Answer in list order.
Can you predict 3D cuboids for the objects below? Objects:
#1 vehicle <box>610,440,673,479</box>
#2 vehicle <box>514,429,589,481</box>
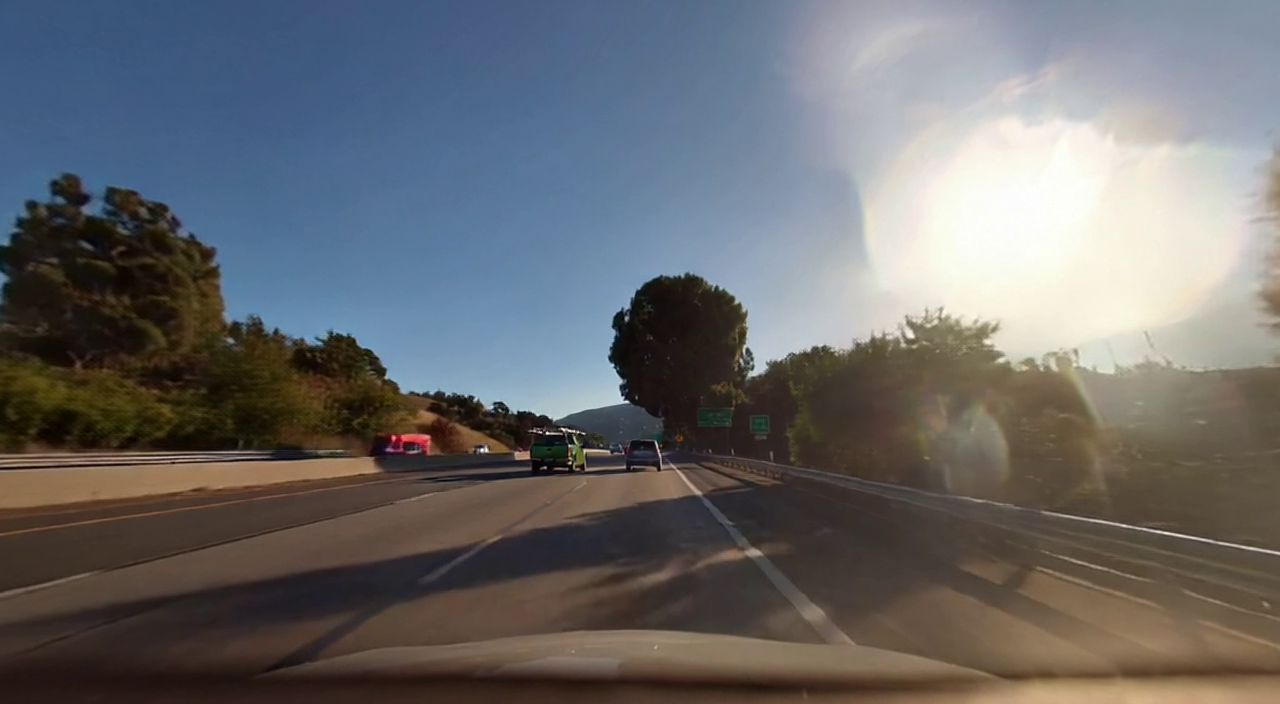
[{"bbox_3d":[0.165,5.032,29.785,2.715,1.669,5.163,0,-9,2],"label":"vehicle"},{"bbox_3d":[-3.548,4.278,26.385,2.250,1.947,4.860,0,-9,2],"label":"vehicle"}]
